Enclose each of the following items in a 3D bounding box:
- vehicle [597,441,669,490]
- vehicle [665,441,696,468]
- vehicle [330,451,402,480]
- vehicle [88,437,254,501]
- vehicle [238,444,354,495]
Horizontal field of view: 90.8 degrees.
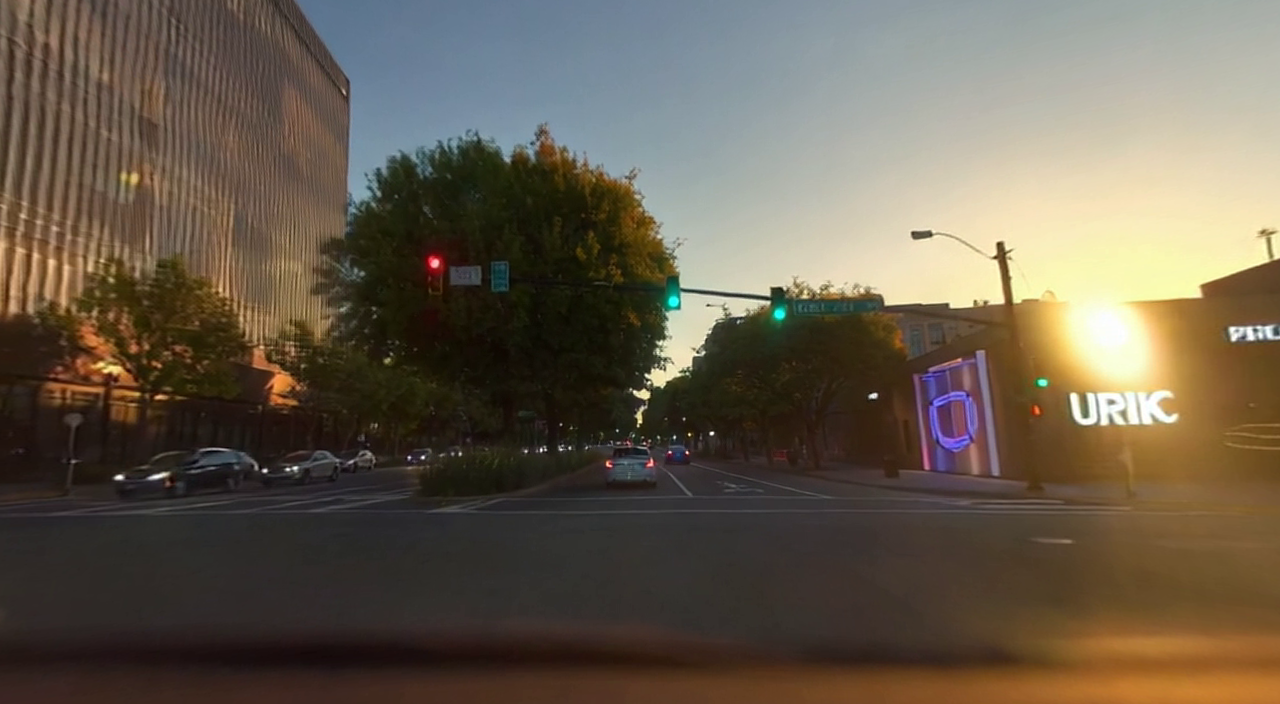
[{"bbox_3d":[-0.233,3.714,21.107,2.144,1.398,3.963,2,-7,-1],"label":"vehicle"},{"bbox_3d":[3.059,7.824,48.458,2.078,1.799,4.089,1,-7,0],"label":"vehicle"},{"bbox_3d":[-16.463,6.795,38.289,2.017,1.315,5.374,-5,-7,-1],"label":"vehicle"},{"bbox_3d":[-15.718,3.872,21.617,2.119,1.815,4.795,-3,-7,-1],"label":"vehicle"},{"bbox_3d":[-12.395,4.218,23.145,2.000,1.507,4.286,-2,-7,-2],"label":"vehicle"}]
